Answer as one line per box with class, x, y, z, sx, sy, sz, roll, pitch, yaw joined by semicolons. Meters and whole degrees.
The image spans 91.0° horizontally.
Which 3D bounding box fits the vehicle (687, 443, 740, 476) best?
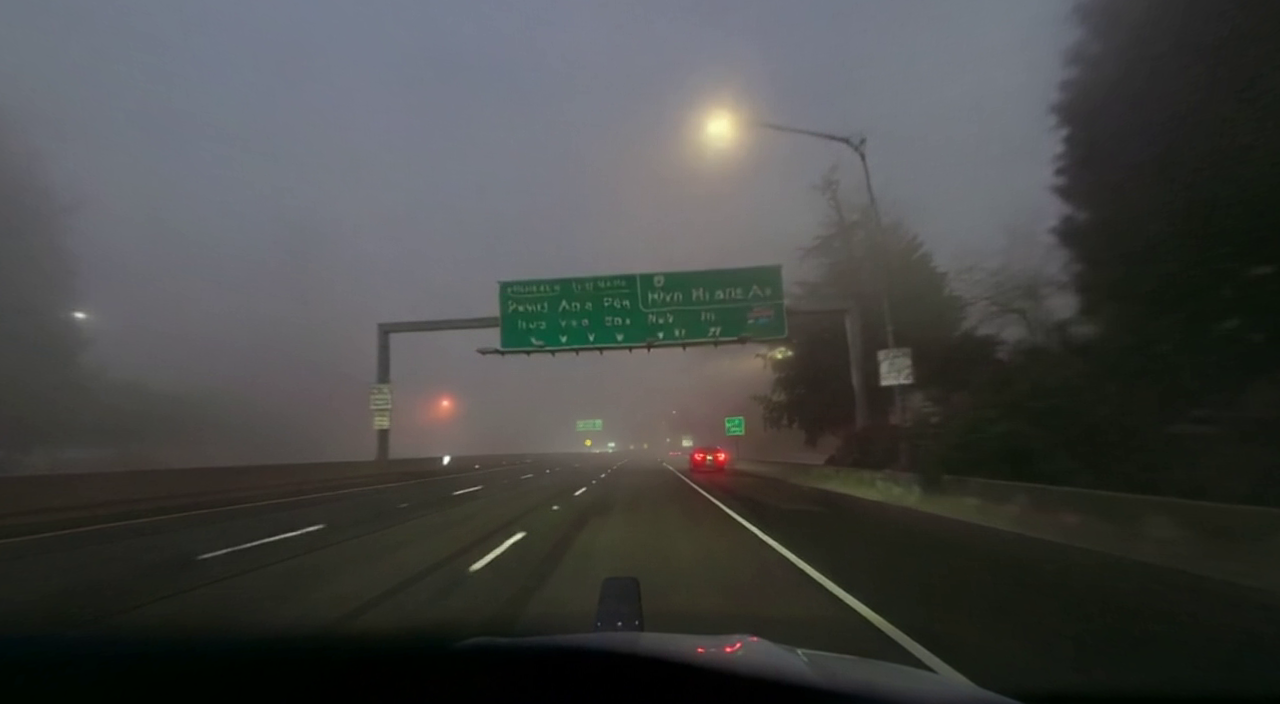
vehicle;3.585;5.360;31.550;2.033;1.501;4.398;0;-9;-1
